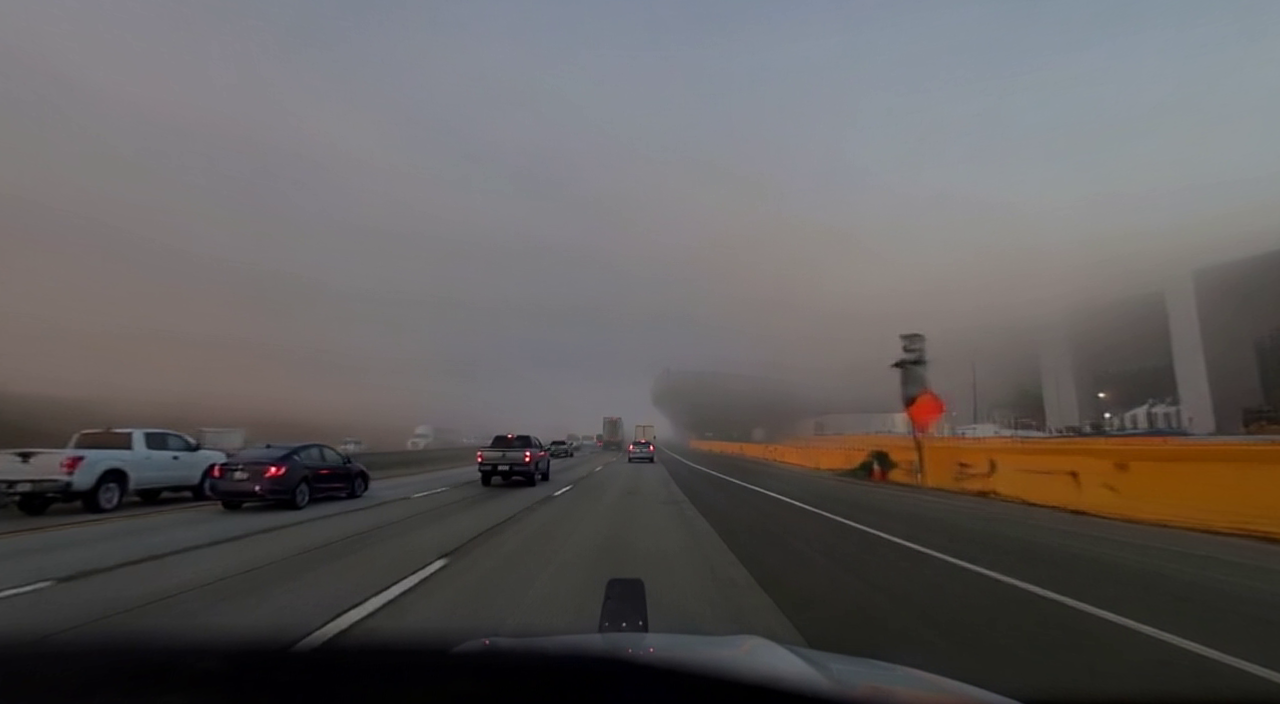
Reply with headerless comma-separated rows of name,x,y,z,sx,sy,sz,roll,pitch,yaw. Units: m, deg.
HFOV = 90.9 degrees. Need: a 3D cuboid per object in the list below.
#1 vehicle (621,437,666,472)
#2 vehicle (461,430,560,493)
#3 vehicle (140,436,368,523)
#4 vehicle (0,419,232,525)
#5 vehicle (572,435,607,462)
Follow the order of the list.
vehicle,0.184,5.207,32.256,2.136,1.678,4.052,0,-8,0
vehicle,-3.942,3.408,20.052,2.108,1.740,4.549,0,-8,1
vehicle,-7.645,2.543,13.165,1.949,1.476,4.410,0,-8,0
vehicle,-11.636,2.487,13.675,2.077,1.829,5.101,0,-8,1
vehicle,-3.764,7.351,48.070,2.203,1.958,4.848,-1,-8,1
